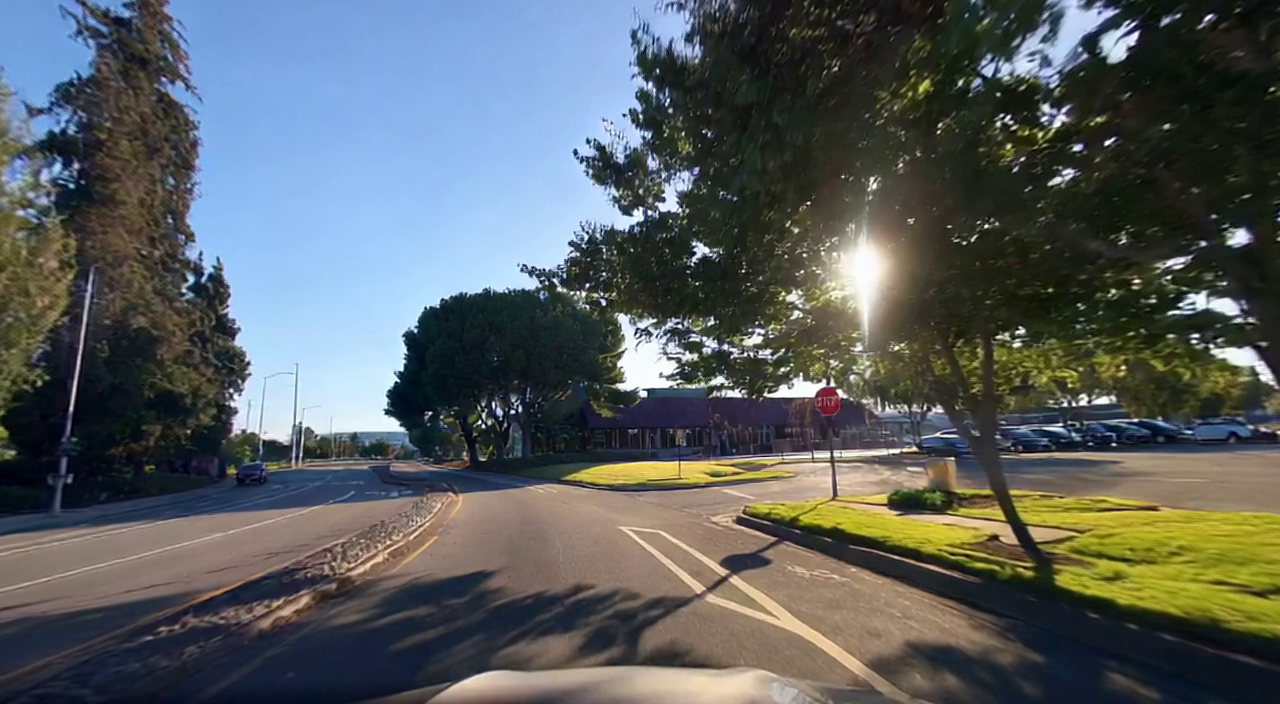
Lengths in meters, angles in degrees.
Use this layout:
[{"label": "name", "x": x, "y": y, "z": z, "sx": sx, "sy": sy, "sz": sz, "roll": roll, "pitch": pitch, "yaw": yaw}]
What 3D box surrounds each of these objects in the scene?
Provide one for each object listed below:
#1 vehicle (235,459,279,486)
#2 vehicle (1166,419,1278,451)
[{"label": "vehicle", "x": -26.108, "y": 8.230, "z": 43.030, "sx": 1.952, "sy": 1.632, "sz": 4.200, "roll": 1, "pitch": -11, "yaw": -23}, {"label": "vehicle", "x": 34.954, "y": 5.070, "z": 37.950, "sx": 1.811, "sy": 1.793, "sz": 4.479, "roll": 5, "pitch": -10, "yaw": -30}]
